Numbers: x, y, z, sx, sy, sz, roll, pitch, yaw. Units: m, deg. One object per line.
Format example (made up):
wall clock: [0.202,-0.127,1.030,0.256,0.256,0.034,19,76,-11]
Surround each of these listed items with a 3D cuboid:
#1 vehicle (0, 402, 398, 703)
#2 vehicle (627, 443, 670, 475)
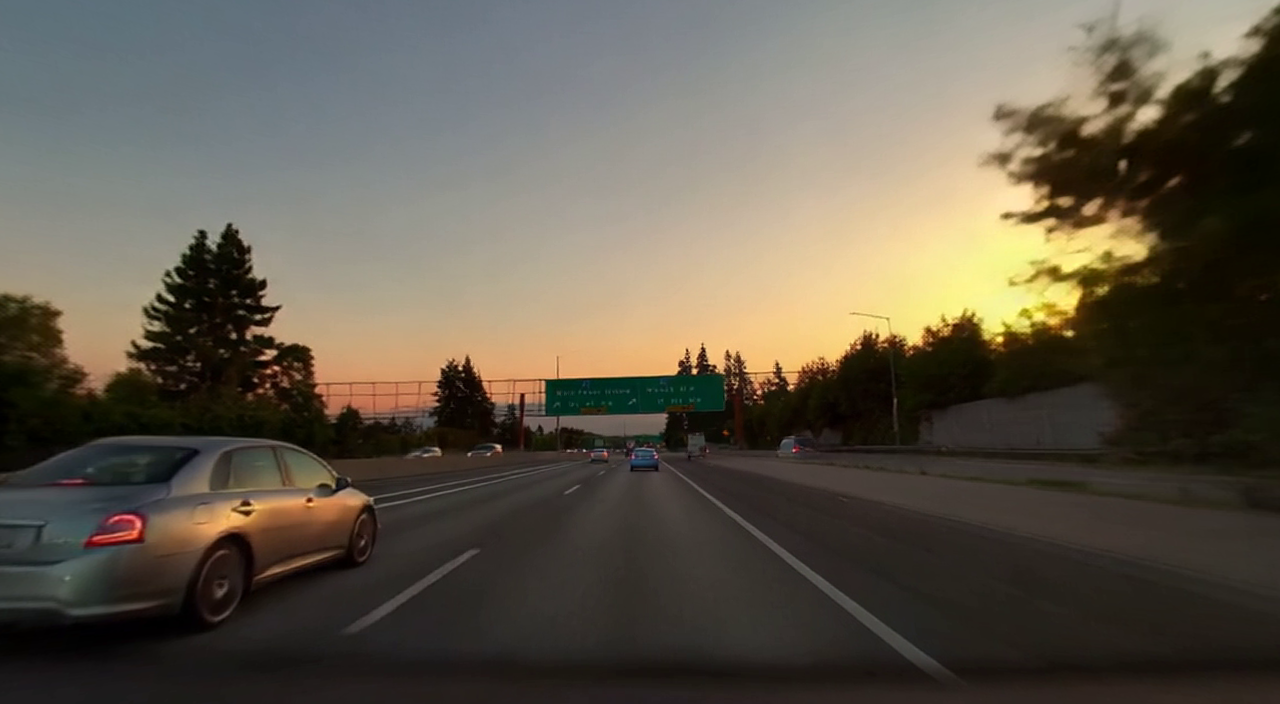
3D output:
vehicle: [-3.747,1.281,4.885,2.062,1.474,4.151,0,-9,0]
vehicle: [0.385,5.310,31.419,2.002,1.449,3.612,0,-9,0]
